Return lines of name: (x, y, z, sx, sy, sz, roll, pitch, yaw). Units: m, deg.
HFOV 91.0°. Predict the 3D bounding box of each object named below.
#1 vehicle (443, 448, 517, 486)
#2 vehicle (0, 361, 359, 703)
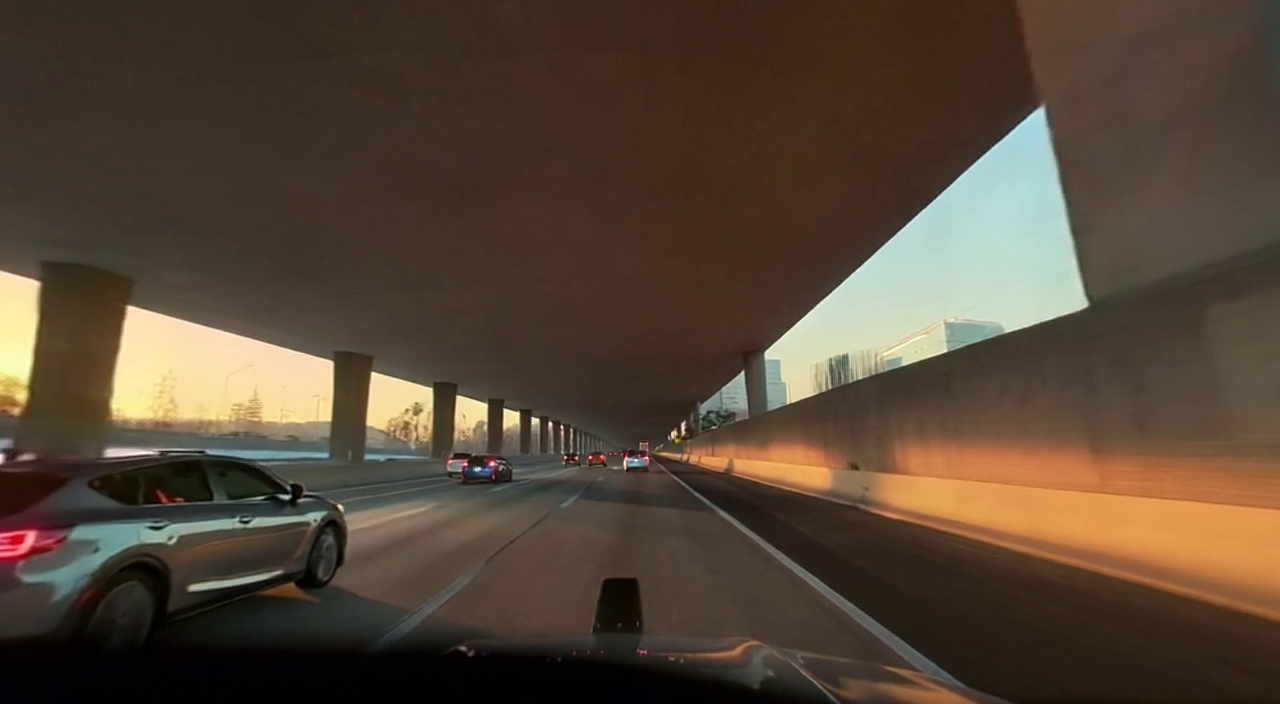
vehicle: (-7.203, 5.215, 28.921, 1.998, 1.542, 4.953, 0, -9, 1)
vehicle: (-3.792, 1.081, 3.808, 2.059, 1.725, 4.521, 0, -9, 0)
